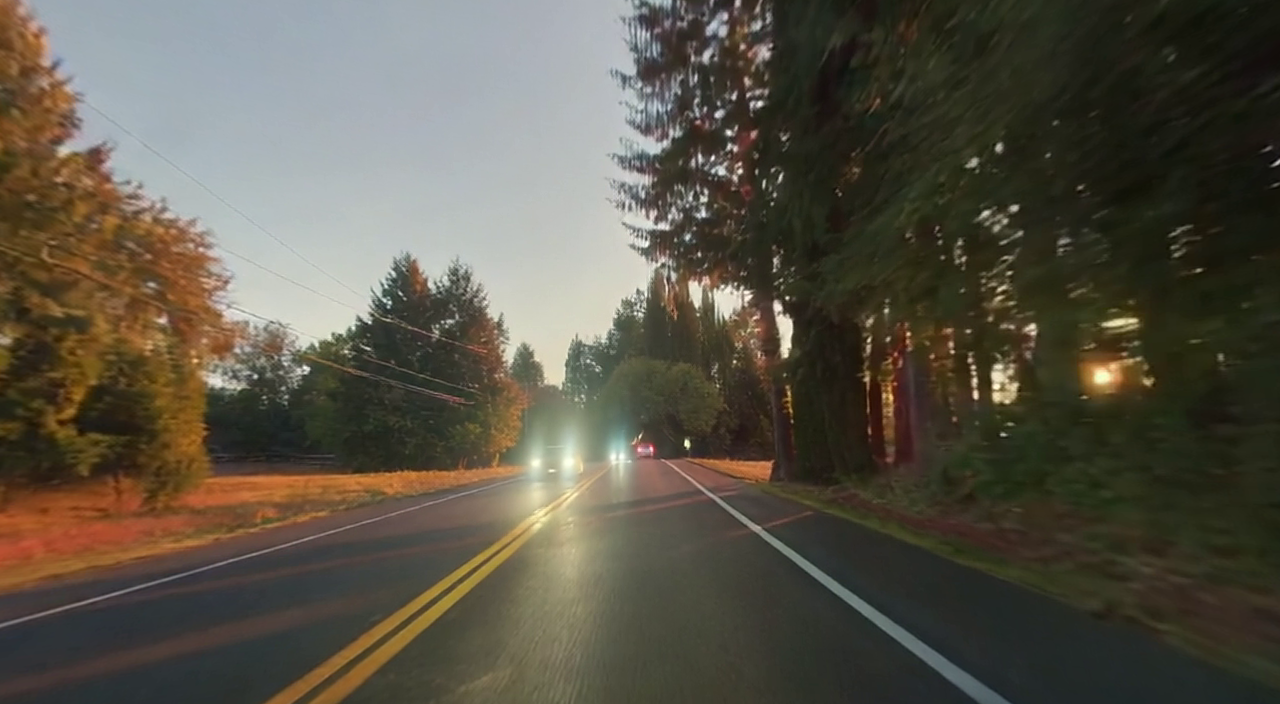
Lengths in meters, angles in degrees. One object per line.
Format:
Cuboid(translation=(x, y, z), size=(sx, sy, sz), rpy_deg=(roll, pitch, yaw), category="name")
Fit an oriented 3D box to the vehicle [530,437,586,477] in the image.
Cuboid(translation=(-3.854, 5.034, 30.335), size=(2.041, 1.771, 4.452), rpy_deg=(0, -9, 0), category="vehicle")
